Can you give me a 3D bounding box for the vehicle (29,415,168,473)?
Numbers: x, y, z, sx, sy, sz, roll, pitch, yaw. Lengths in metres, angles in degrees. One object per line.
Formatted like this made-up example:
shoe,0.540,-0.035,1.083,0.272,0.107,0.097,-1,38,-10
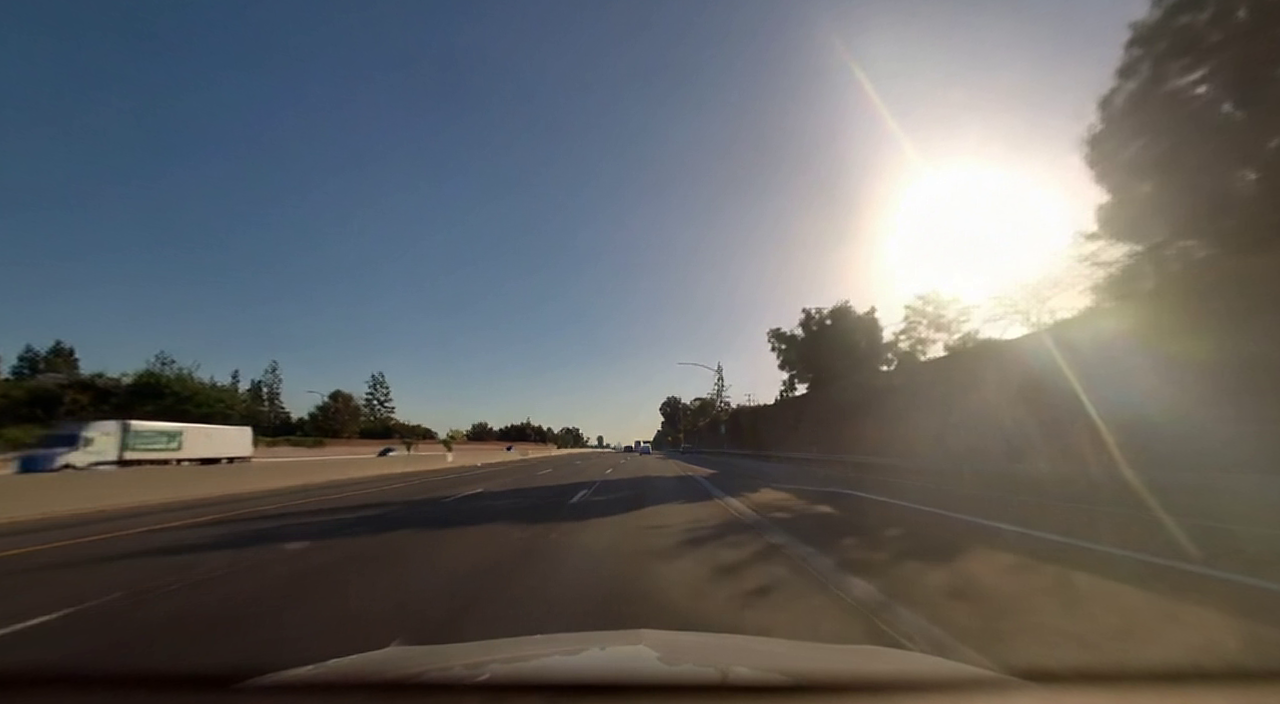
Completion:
vehicle,-36.427,6.274,42.891,2.926,3.590,6.935,-1,-8,2
